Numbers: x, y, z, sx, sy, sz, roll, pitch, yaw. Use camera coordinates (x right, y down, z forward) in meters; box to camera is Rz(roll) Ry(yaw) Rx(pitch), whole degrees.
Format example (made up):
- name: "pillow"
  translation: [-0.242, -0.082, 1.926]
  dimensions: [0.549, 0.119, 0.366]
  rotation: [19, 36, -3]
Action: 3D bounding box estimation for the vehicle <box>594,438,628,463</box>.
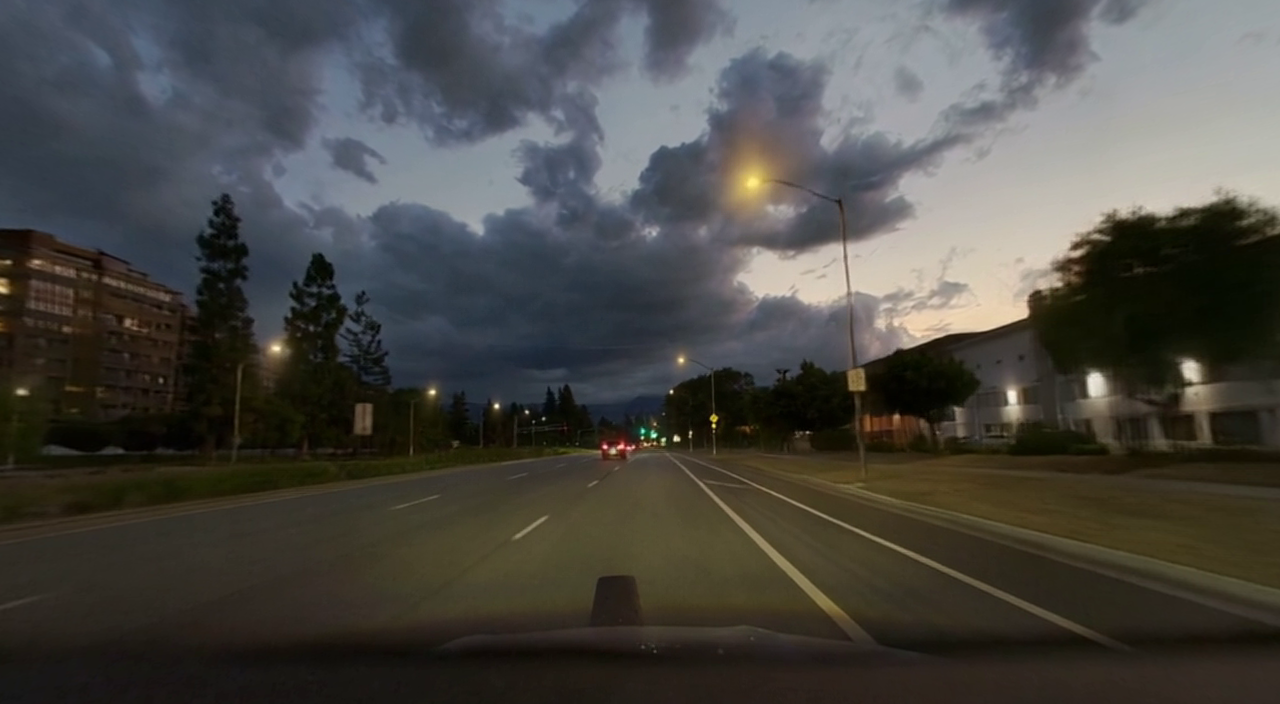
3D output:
- name: "vehicle"
  translation: [-2.042, 7.038, 45.216]
  dimensions: [2.121, 1.654, 3.993]
  rotation: [0, -8, 2]
